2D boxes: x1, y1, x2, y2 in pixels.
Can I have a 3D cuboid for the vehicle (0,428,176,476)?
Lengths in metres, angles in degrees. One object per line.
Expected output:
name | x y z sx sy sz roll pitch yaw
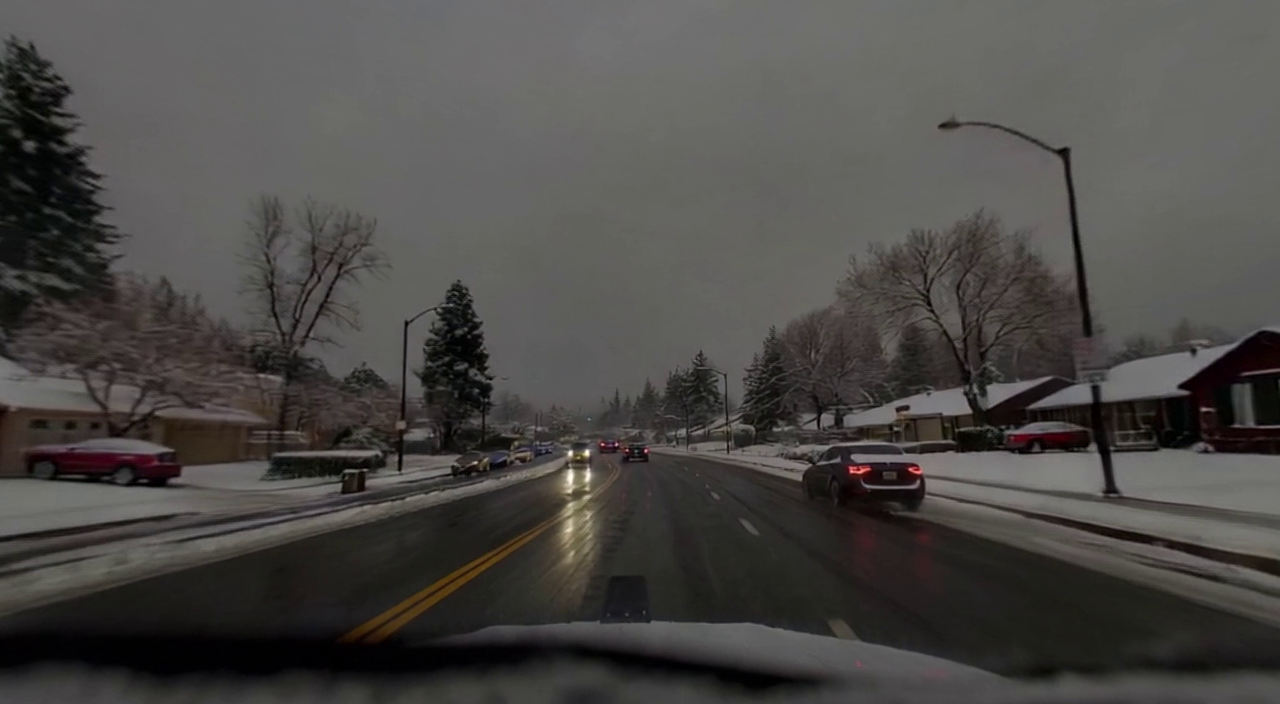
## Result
vehicle | -19.150 3.484 22.011 4.377 1.570 1.871 0 -8 0

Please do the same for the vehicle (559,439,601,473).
vehicle | -3.239 5.673 34.738 2.081 1.721 4.228 0 -8 -3

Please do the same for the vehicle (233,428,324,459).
vehicle | -23.979 6.090 41.980 4.772 1.877 2.038 0 -8 -10

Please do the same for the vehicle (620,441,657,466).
vehicle | -0.147 7.146 44.639 2.106 1.667 4.367 1 -8 -7

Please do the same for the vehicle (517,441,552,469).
vehicle | -7.234 7.102 43.703 2.075 1.822 5.096 1 -8 -6

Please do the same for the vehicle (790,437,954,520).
vehicle | 4.821 2.667 13.894 1.934 1.506 4.282 0 -8 -1

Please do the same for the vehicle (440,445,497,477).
vehicle | -9.841 6.263 36.556 2.038 1.690 4.825 0 -8 -2
